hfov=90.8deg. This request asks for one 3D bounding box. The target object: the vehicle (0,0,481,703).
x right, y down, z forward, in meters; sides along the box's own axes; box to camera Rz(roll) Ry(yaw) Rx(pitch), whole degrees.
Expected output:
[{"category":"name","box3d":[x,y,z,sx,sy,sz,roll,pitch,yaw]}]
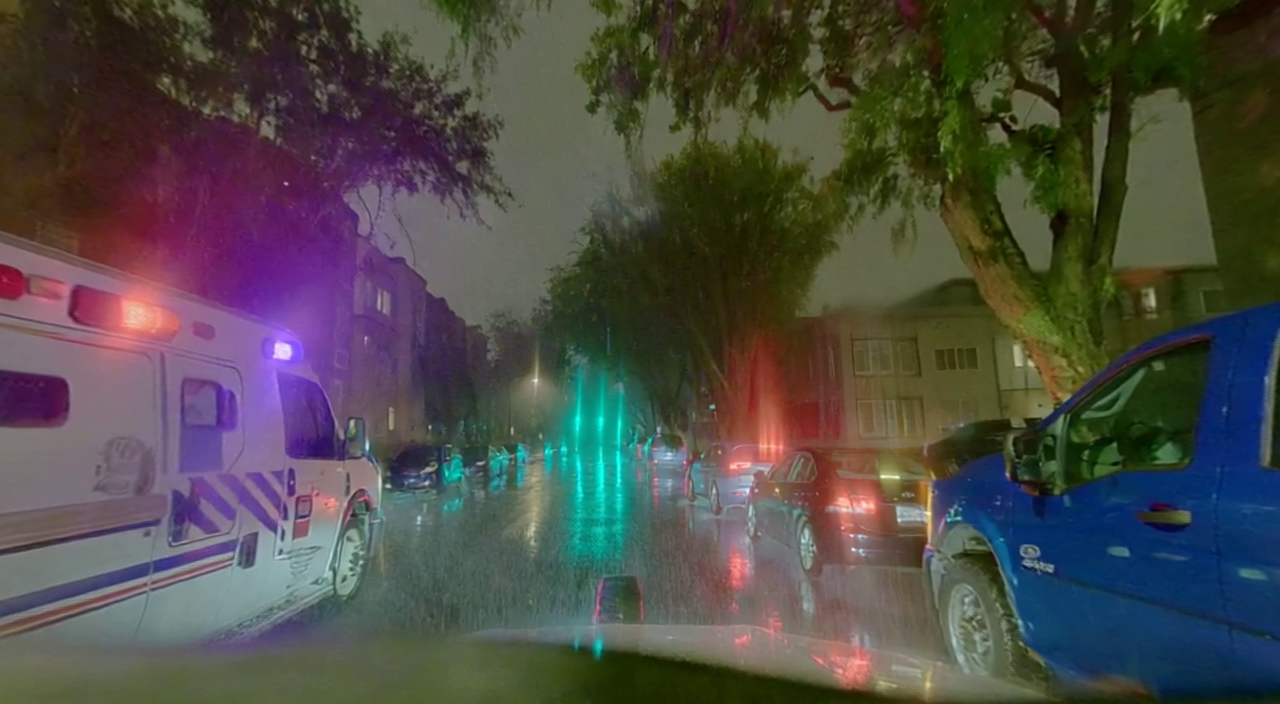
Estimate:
[{"category":"vehicle","box3d":[-2.650,0.286,1.911,2.705,2.859,6.875,0,-8,-2]}]

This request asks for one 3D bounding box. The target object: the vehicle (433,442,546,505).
[{"category":"vehicle","box3d":[-3.983,3.275,17.535,1.966,1.515,4.394,0,-8,1]}]

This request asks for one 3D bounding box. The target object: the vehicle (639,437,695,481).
[{"category":"vehicle","box3d":[1.032,4.462,26.578,1.878,1.664,4.033,1,-8,-5]}]

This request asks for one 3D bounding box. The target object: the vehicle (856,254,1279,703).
[{"category":"vehicle","box3d":[2.670,0.619,1.168,2.369,1.761,5.836,0,-8,-1]}]
